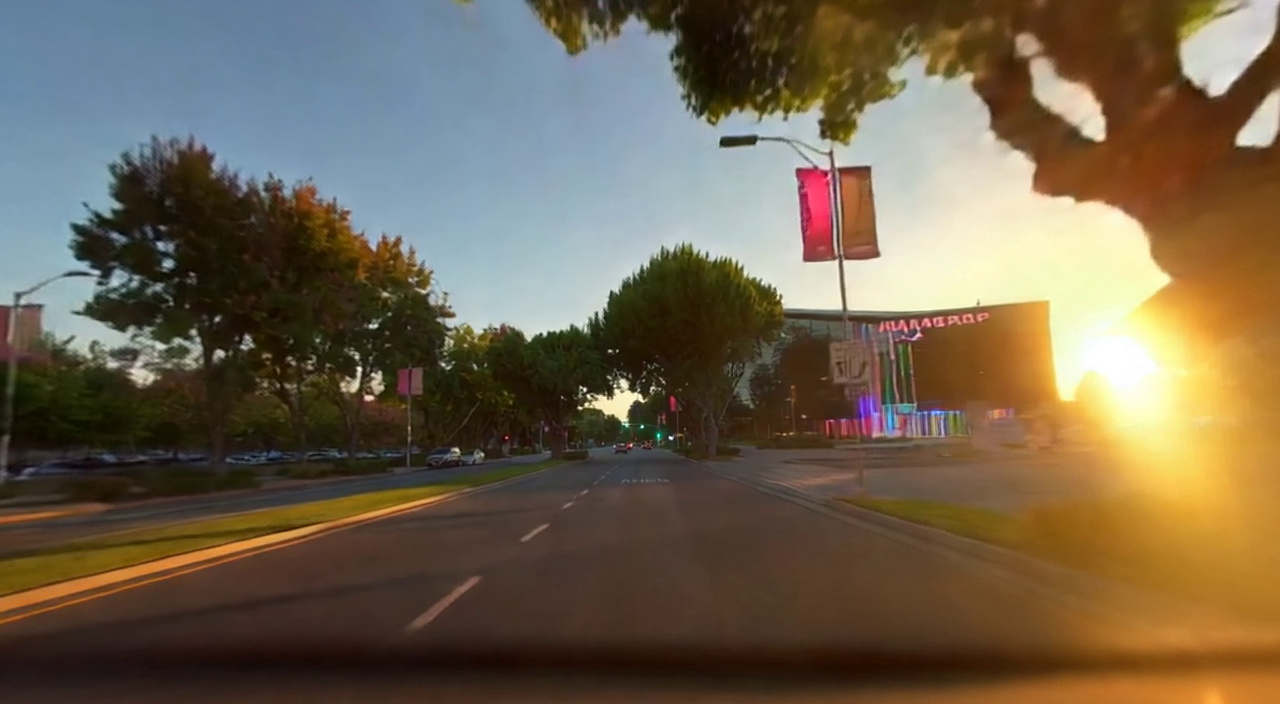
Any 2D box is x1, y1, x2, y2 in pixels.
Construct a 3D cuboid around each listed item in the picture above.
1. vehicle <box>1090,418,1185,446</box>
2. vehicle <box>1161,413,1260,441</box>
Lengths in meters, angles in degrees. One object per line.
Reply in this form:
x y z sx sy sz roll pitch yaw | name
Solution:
28.140 4.597 35.684 1.895 1.503 4.234 0 -9 0 | vehicle
33.469 4.450 36.981 1.917 1.469 4.195 0 -9 1 | vehicle
